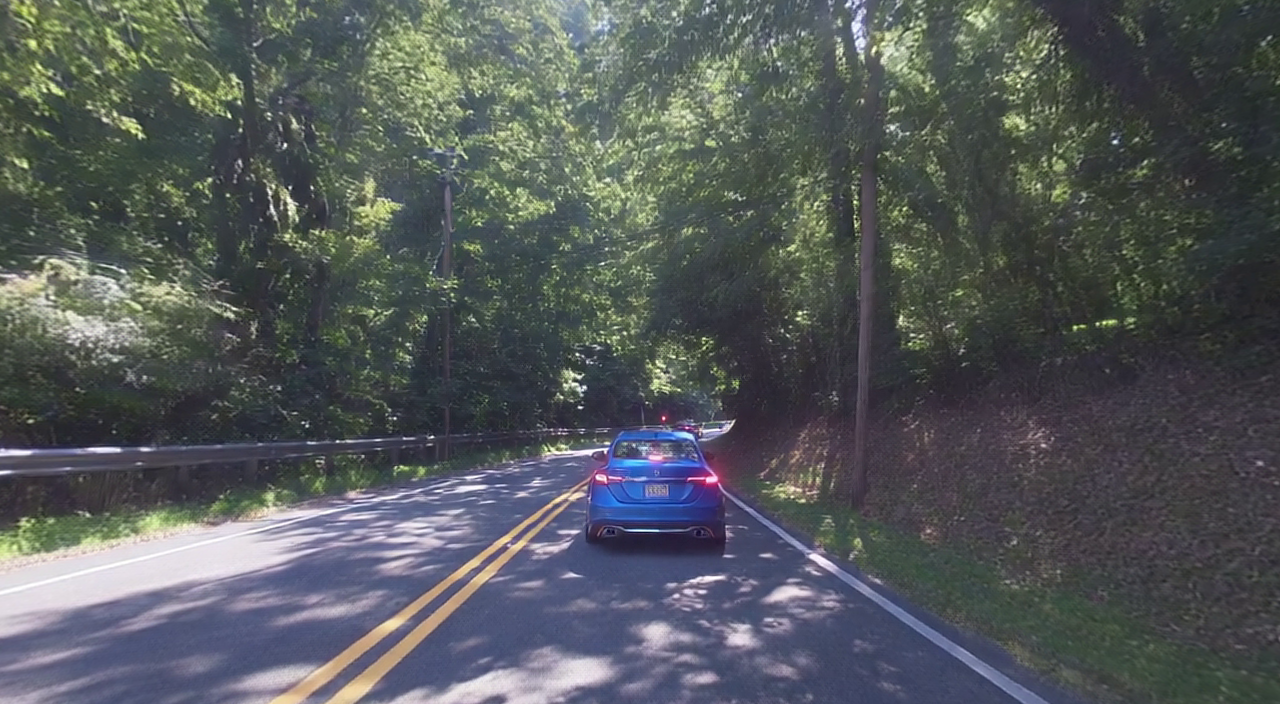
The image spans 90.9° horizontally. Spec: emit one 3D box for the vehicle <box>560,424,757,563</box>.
[{"bbox_3d":[0.234,1.853,8.937,2.187,1.533,3.726,0,-8,1],"label":"vehicle"}]
